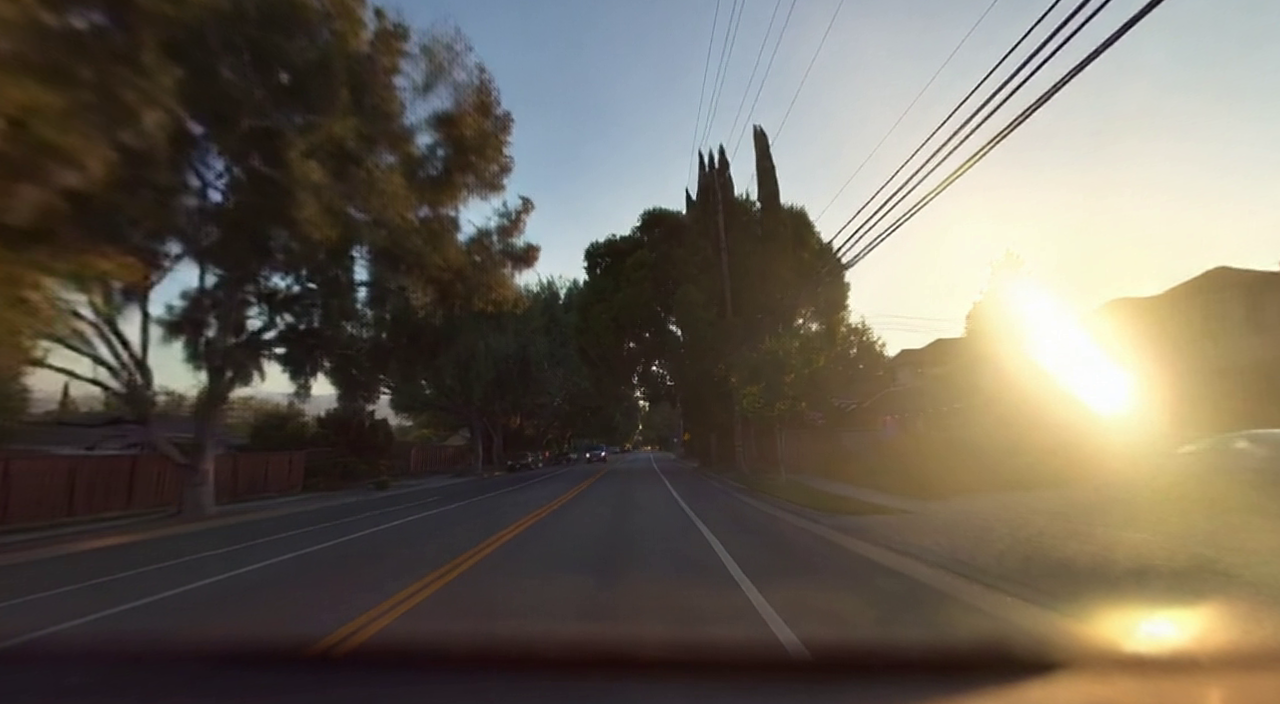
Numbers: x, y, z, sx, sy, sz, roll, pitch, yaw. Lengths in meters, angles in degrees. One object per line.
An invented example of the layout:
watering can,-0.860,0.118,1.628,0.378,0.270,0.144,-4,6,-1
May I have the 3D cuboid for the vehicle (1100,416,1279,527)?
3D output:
vehicle,10.843,1.950,10.776,2.194,1.577,4.838,-5,-9,-1
